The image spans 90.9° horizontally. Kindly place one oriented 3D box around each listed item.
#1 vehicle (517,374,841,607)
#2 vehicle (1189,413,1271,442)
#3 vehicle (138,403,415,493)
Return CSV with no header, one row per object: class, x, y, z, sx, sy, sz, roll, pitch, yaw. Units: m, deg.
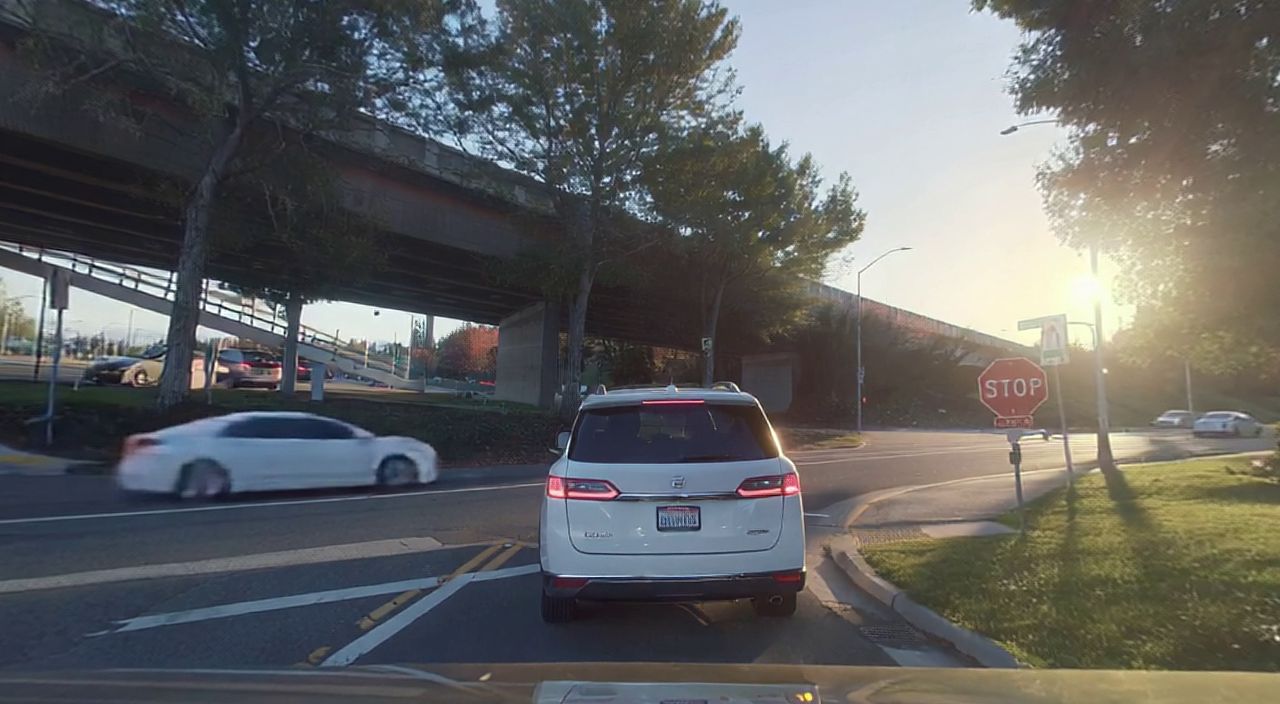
vehicle,0.302,1.400,7.137,2.494,1.804,4.336,0,-9,0
vehicle,37.058,4.779,39.593,5.060,1.648,2.038,4,-10,-27
vehicle,-8.219,2.234,14.818,5.166,1.791,2.131,5,-10,-28
